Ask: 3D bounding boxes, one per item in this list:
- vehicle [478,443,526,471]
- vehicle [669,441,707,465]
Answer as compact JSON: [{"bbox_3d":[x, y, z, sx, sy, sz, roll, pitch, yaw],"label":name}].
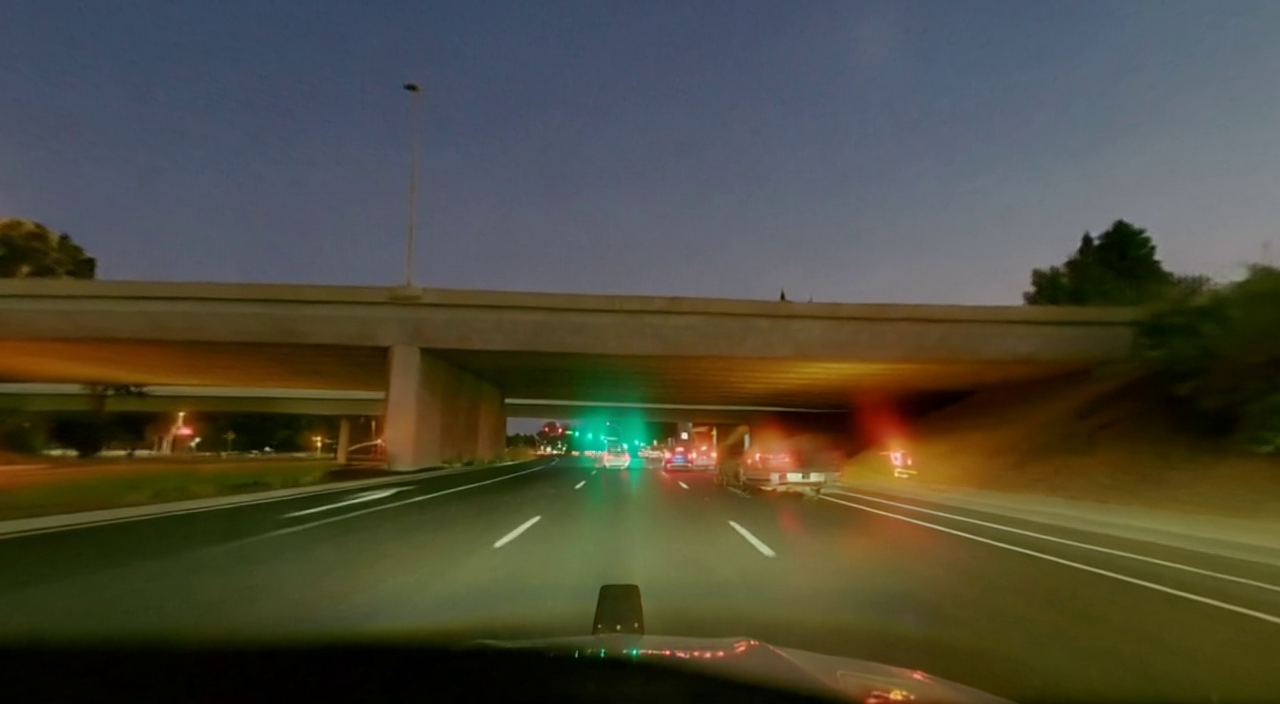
[{"bbox_3d":[-8.078,6.188,37.453,2.007,1.519,4.366,0,-8,-2],"label":"vehicle"},{"bbox_3d":[3.510,7.509,47.044,2.377,1.678,4.353,0,-8,-2],"label":"vehicle"}]
